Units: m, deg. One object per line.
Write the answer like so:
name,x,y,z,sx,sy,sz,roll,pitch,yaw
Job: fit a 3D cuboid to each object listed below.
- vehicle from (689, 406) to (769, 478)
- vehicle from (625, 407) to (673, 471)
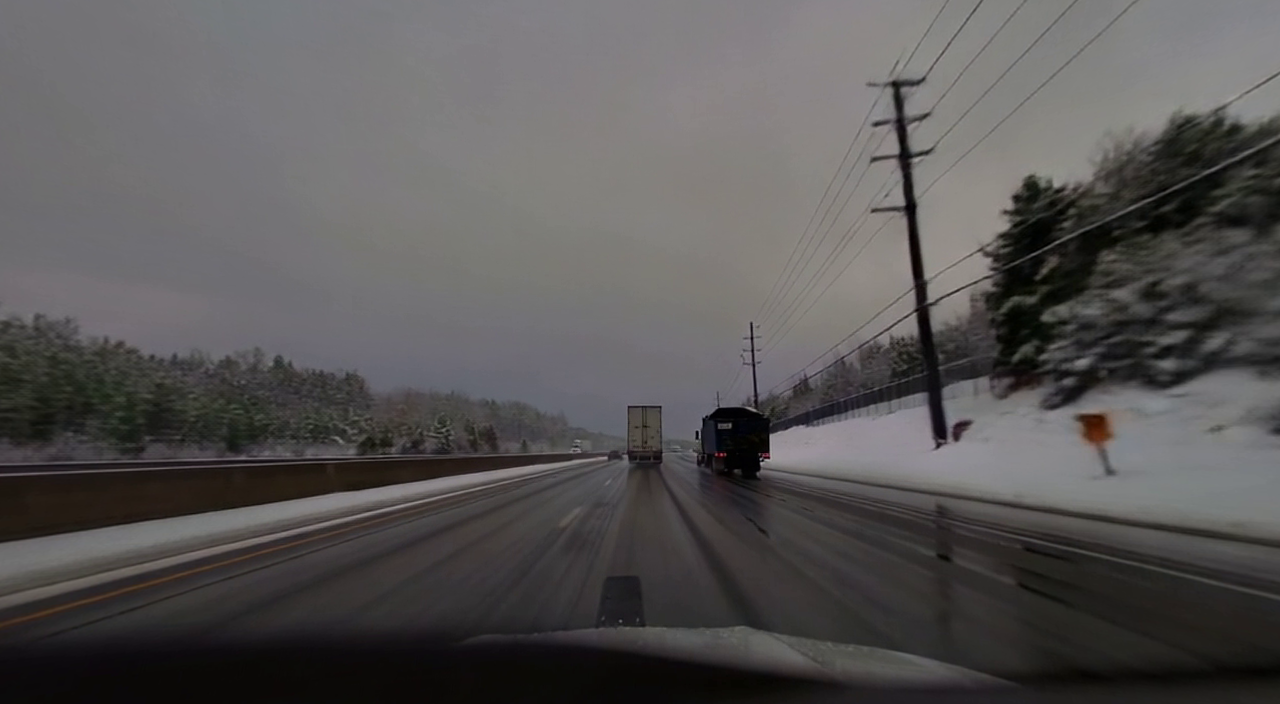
vehicle,4.574,4.966,34.365,2.938,3.378,8.820,0,-9,-1
vehicle,0.615,6.568,46.715,2.997,4.076,13.224,0,-9,0
